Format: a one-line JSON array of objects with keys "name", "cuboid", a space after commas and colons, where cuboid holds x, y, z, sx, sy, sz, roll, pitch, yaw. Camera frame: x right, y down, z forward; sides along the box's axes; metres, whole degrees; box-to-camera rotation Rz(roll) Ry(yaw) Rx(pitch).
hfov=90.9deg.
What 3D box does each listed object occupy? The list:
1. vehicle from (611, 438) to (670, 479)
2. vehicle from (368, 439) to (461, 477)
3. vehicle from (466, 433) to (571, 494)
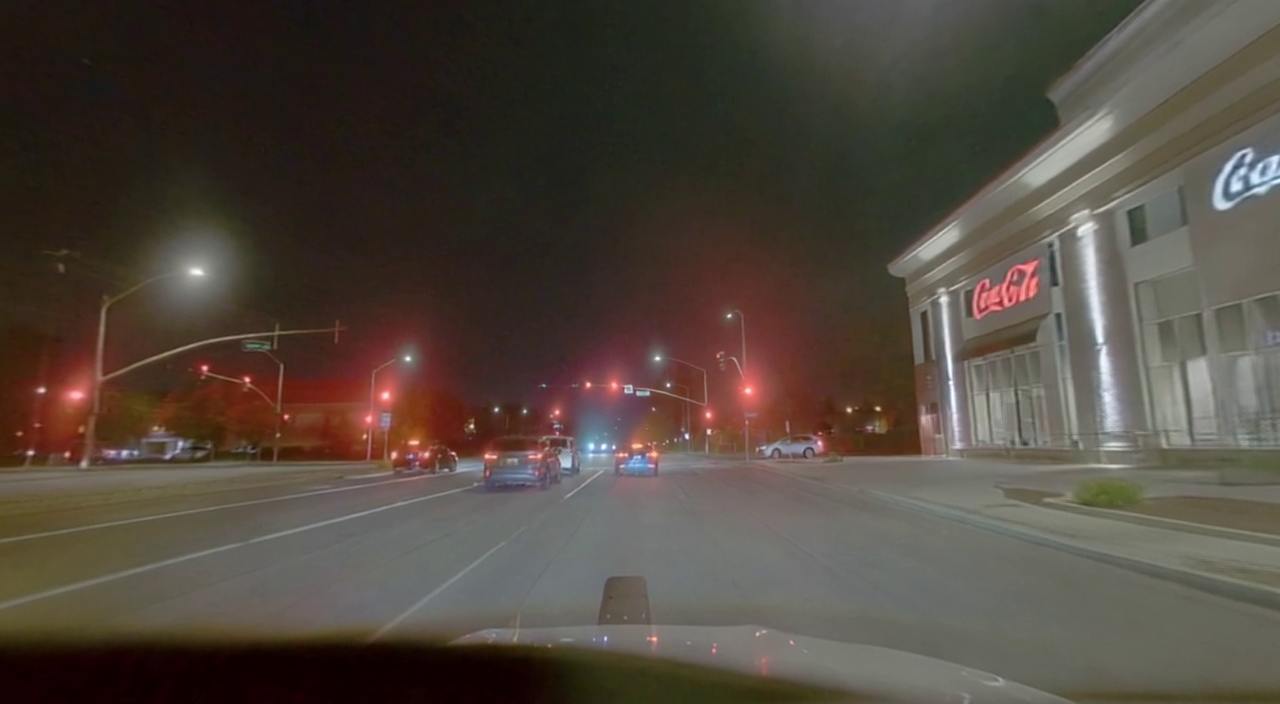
[{"name": "vehicle", "cuboid": [0.099, 4.353, 26.099, 2.258, 1.507, 3.896, -1, -8, 3]}, {"name": "vehicle", "cuboid": [-9.563, 4.523, 27.140, 2.096, 1.474, 4.585, -1, -9, 3]}, {"name": "vehicle", "cuboid": [-3.308, 3.139, 18.096, 2.029, 1.517, 4.375, 0, -9, 2]}]
